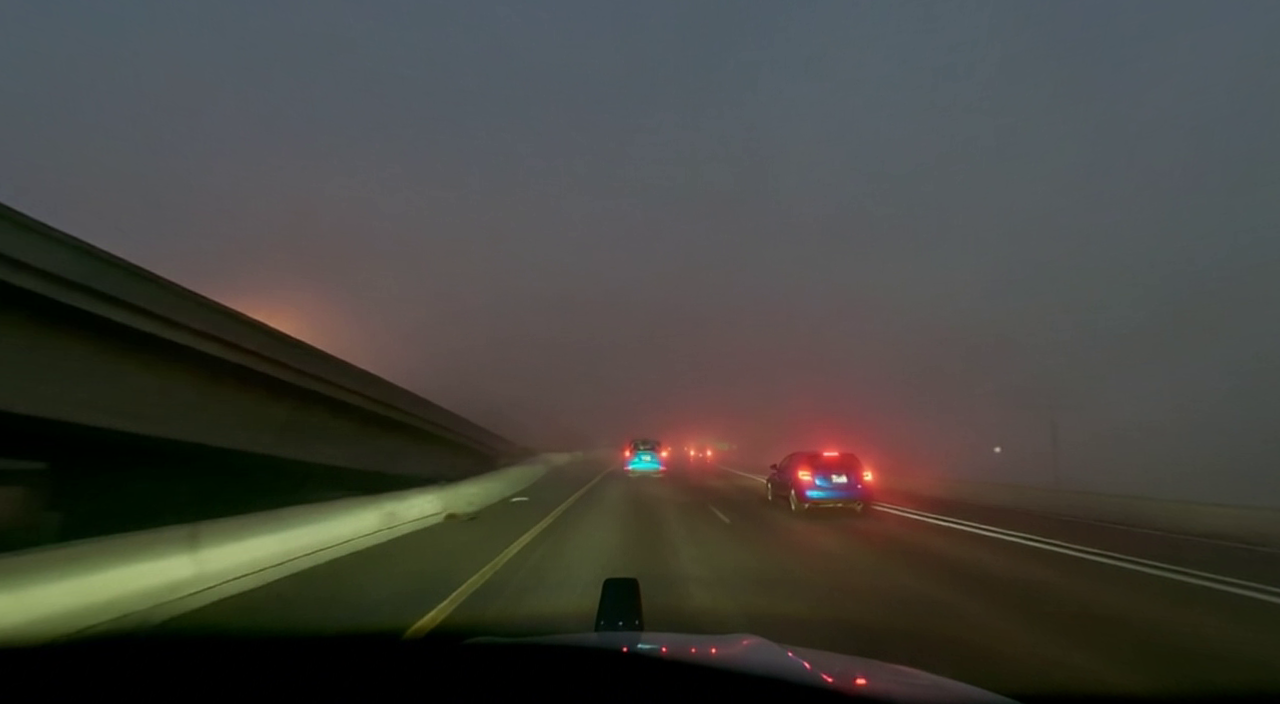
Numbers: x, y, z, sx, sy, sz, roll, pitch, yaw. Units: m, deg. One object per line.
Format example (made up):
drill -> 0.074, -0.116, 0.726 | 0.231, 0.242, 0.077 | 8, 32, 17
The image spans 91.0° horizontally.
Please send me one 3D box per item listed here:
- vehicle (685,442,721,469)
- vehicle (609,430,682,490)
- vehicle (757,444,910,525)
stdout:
vehicle -> 4.109, 6.824, 41.585 | 2.047, 1.700, 4.069 | 0, -9, 1
vehicle -> 0.195, 3.708, 21.833 | 2.264, 1.841, 4.583 | 0, -9, 0
vehicle -> 3.984, 2.784, 13.814 | 2.047, 1.500, 4.017 | 0, -9, 0
